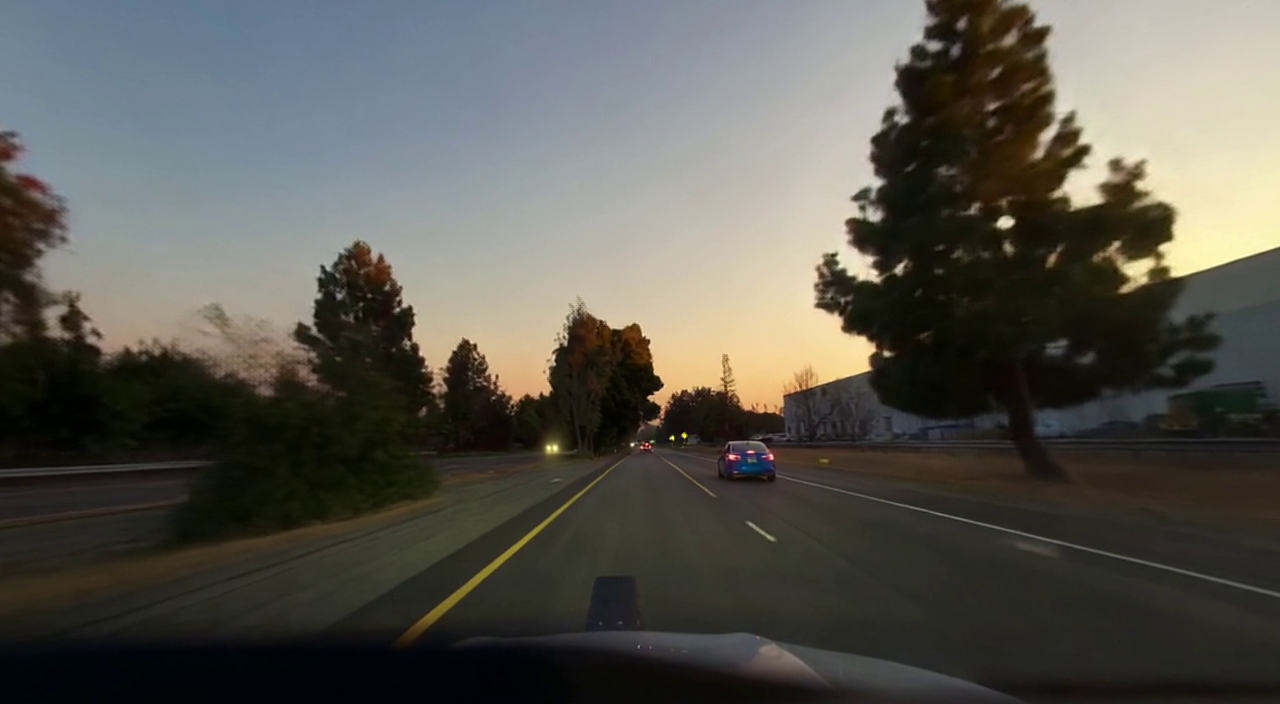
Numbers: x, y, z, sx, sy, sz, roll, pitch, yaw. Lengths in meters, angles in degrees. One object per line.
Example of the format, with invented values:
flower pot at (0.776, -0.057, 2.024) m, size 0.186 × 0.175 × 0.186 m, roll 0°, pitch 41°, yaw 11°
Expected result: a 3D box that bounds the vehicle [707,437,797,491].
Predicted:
vehicle at (3.485, 3.568, 20.336) m, size 2.079 × 1.531 × 3.997 m, roll 0°, pitch -8°, yaw -1°
